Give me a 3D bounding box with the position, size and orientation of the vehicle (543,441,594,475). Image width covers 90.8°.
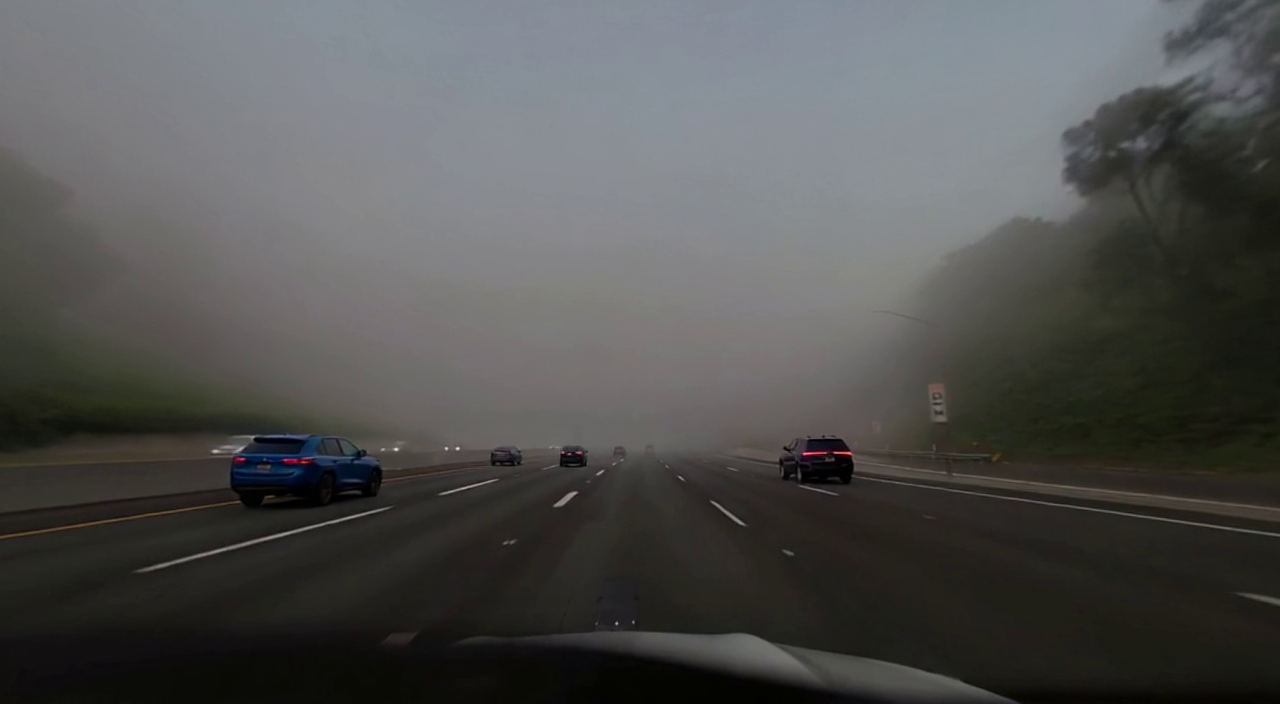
[{"bbox_3d":[-3.346,5.069,30.464,1.925,1.509,4.363,0,-9,0],"label":"vehicle"}]

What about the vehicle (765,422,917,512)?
[{"bbox_3d":[4.330,2.571,14.513,1.950,1.719,4.545,0,-9,0],"label":"vehicle"}]

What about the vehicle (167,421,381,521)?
[{"bbox_3d":[-7.170,2.369,13.007,1.860,1.694,4.173,0,-9,0],"label":"vehicle"}]
